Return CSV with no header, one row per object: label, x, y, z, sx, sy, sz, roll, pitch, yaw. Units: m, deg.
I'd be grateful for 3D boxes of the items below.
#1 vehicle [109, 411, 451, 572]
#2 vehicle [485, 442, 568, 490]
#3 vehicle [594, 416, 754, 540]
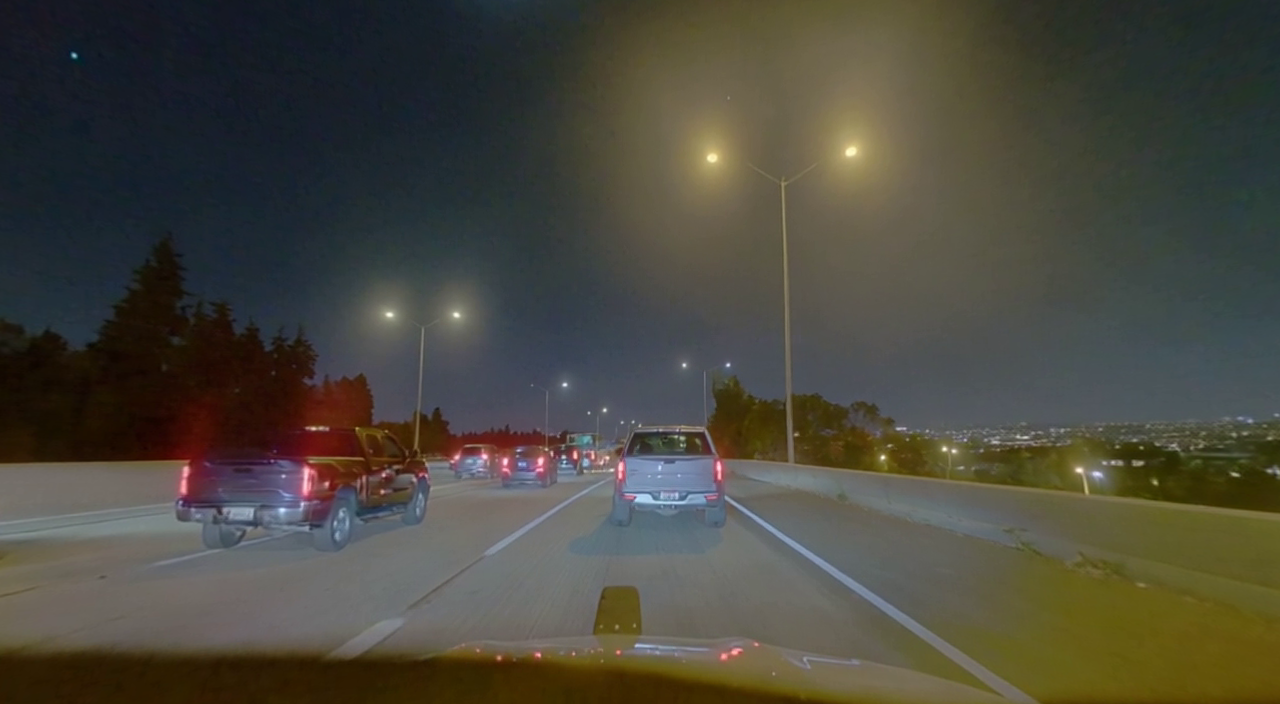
vehicle,-4.521,1.819,8.979,2.076,1.688,4.334,-1,-9,4
vehicle,-3.807,3.903,21.982,1.868,1.470,4.105,-1,-9,4
vehicle,0.517,2.109,11.177,2.235,1.716,4.435,-1,-9,1
